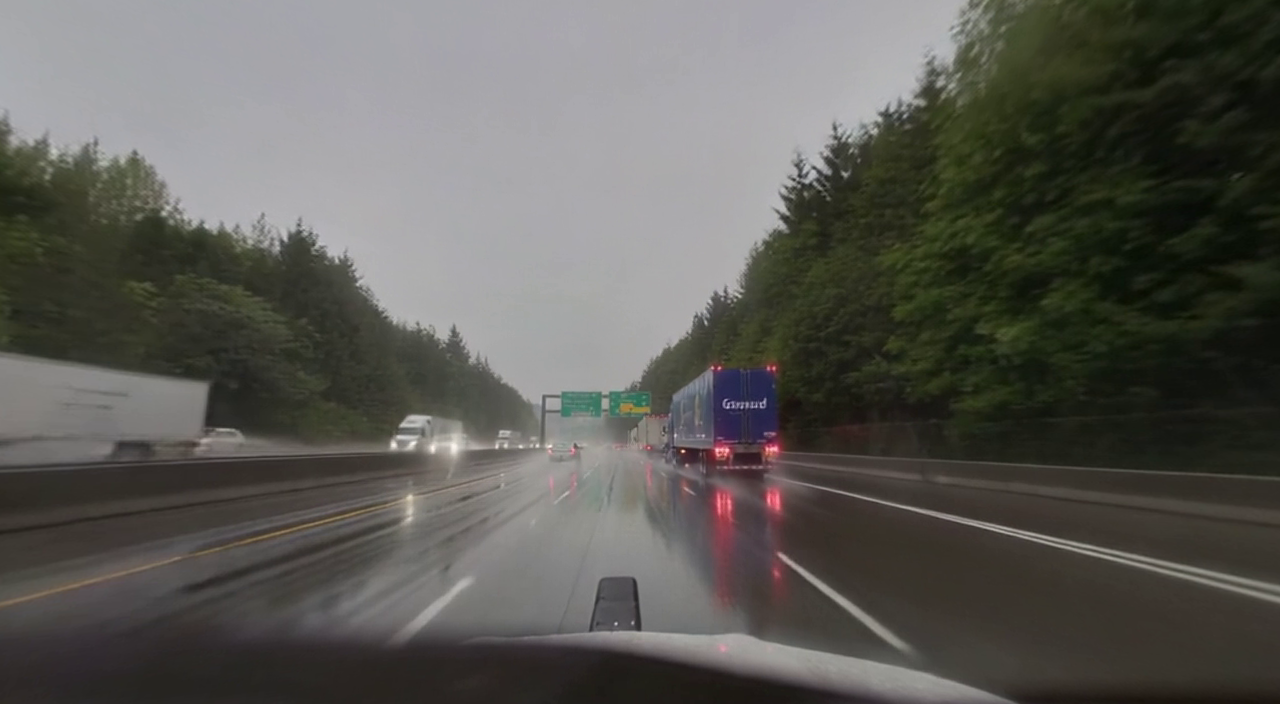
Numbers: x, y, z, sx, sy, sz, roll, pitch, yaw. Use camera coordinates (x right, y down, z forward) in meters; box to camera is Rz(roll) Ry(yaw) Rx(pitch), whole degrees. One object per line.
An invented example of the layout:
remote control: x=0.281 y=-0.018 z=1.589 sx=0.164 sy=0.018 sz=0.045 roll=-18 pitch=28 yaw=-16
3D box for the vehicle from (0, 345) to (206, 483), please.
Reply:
vehicle: x=-20.621 y=2.139 z=20.654 sx=3.146 sy=4.061 sz=14.094 roll=0 pitch=-8 yaw=-2

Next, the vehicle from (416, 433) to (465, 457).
vehicle: x=-14.424 y=6.766 z=45.826 sx=2.080 sy=1.652 sz=5.232 roll=0 pitch=-8 yaw=-2

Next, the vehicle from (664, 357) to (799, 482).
vehicle: x=3.208 y=3.126 z=27.165 sx=3.116 sy=3.992 sz=13.748 roll=0 pitch=-8 yaw=-3

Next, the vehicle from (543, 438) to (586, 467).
vehicle: x=-4.523 y=6.082 z=38.420 sx=2.206 sy=1.644 sz=4.027 roll=0 pitch=-8 yaw=-1
